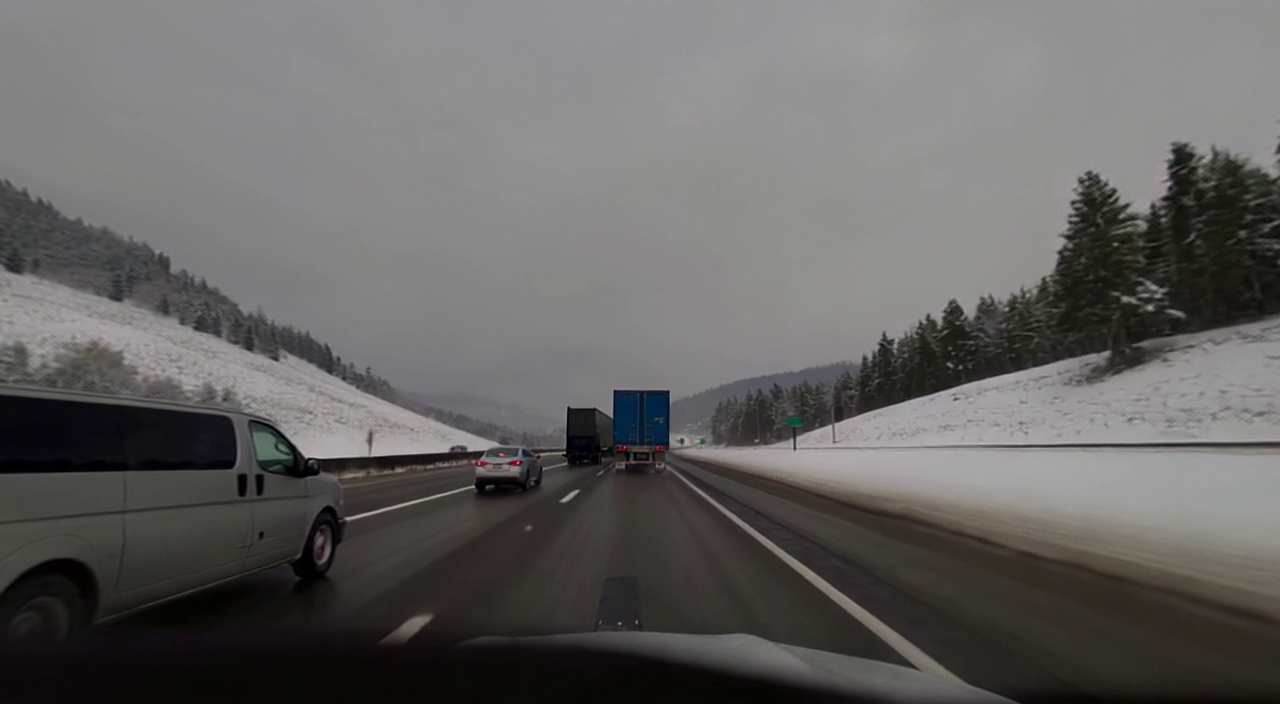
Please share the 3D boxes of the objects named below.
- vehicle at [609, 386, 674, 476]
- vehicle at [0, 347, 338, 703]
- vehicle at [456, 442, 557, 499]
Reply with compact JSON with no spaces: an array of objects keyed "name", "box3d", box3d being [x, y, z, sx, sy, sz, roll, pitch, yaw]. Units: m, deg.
[{"name":"vehicle","box3d":[0.233,4.315,33.712,2.913,3.988,10.874,0,-8,2]},{"name":"vehicle","box3d":[-4.134,0.993,3.828,2.136,1.779,4.875,0,-8,0]},{"name":"vehicle","box3d":[-3.712,3.355,18.400,1.950,1.446,4.224,0,-8,1]}]
